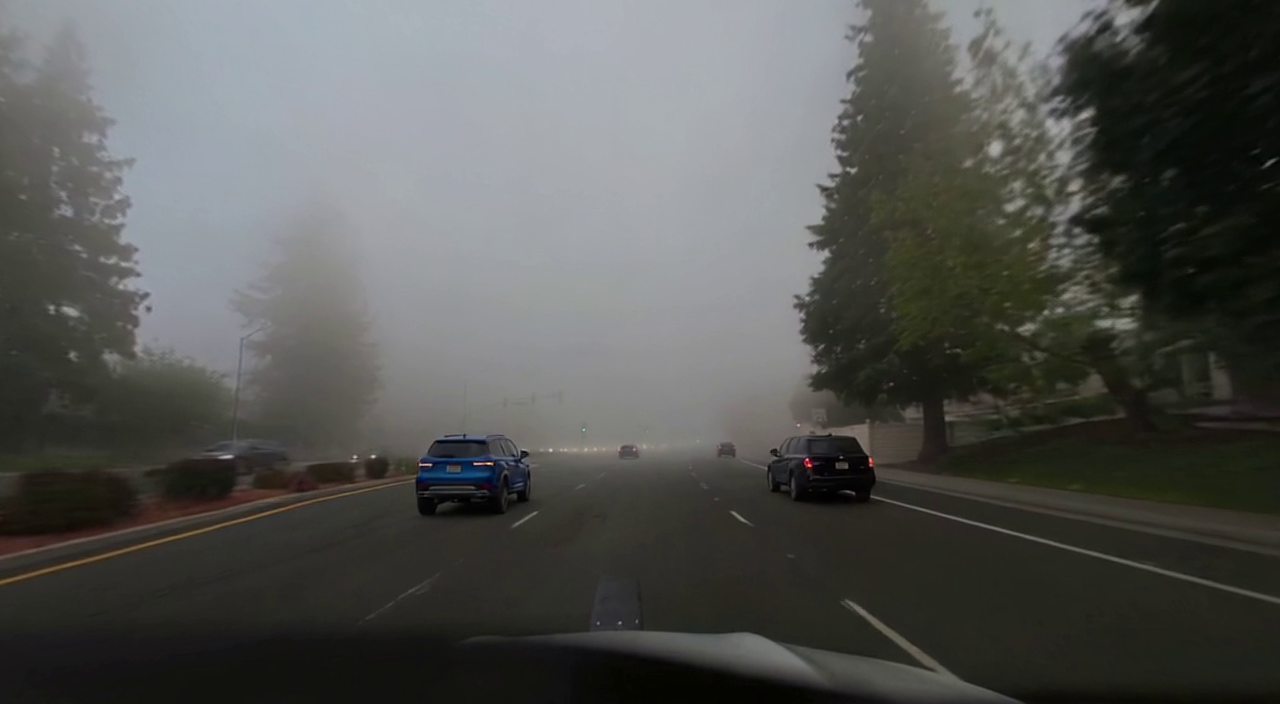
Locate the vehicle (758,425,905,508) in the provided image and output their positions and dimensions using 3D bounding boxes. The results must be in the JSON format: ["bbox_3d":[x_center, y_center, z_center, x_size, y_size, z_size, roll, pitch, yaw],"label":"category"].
[{"bbox_3d":[4.276,2.638,14.990,2.132,1.659,4.387,0,-8,0],"label":"vehicle"}]

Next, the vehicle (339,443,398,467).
[{"bbox_3d":[-18.184,6.910,42.593,1.821,1.463,4.363,-1,-8,4],"label":"vehicle"}]

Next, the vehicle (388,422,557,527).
[{"bbox_3d":[-3.036,2.338,12.653,2.045,1.688,4.632,-1,-8,1],"label":"vehicle"}]

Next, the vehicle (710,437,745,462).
[{"bbox_3d":[6.160,6.893,44.782,2.169,1.669,4.037,-1,-8,4],"label":"vehicle"}]

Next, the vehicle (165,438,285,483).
[{"bbox_3d":[-17.501,4.577,26.981,1.941,1.711,4.598,-1,-8,1],"label":"vehicle"}]
